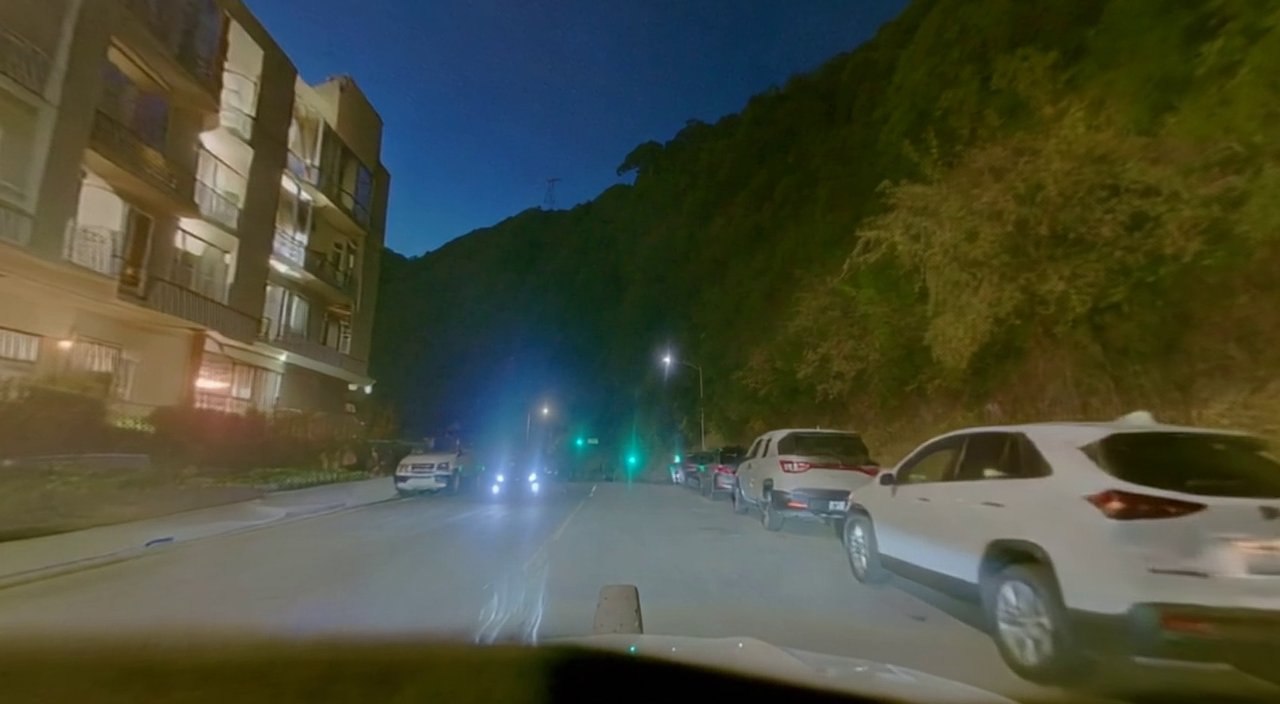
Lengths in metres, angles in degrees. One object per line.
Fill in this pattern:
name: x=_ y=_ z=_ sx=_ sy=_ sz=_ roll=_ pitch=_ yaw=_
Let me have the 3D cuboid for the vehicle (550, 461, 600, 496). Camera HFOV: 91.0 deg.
vehicle: x=-3.322 y=6.709 z=33.074 sx=2.102 sy=1.621 sz=4.627 roll=0 pitch=-13 yaw=1

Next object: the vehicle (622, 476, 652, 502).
vehicle: x=-0.293 y=10.565 z=48.793 sx=2.201 sy=1.731 sz=3.854 roll=0 pitch=-8 yaw=-2

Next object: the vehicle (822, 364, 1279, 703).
vehicle: x=3.002 y=1.195 z=4.475 sx=1.948 sy=1.669 sz=4.242 roll=1 pitch=-9 yaw=-3

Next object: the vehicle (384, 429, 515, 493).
vehicle: x=-6.416 y=3.959 z=22.237 sx=2.692 sy=1.949 sz=5.948 roll=0 pitch=-12 yaw=0

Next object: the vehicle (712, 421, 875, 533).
vehicle: x=2.792 y=2.409 z=12.759 sx=2.072 sy=1.830 sz=4.744 roll=0 pitch=-9 yaw=0

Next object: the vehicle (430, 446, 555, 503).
vehicle: x=-4.195 y=3.559 z=18.826 sx=1.856 sy=1.474 sz=4.522 roll=-2 pitch=-9 yaw=12
